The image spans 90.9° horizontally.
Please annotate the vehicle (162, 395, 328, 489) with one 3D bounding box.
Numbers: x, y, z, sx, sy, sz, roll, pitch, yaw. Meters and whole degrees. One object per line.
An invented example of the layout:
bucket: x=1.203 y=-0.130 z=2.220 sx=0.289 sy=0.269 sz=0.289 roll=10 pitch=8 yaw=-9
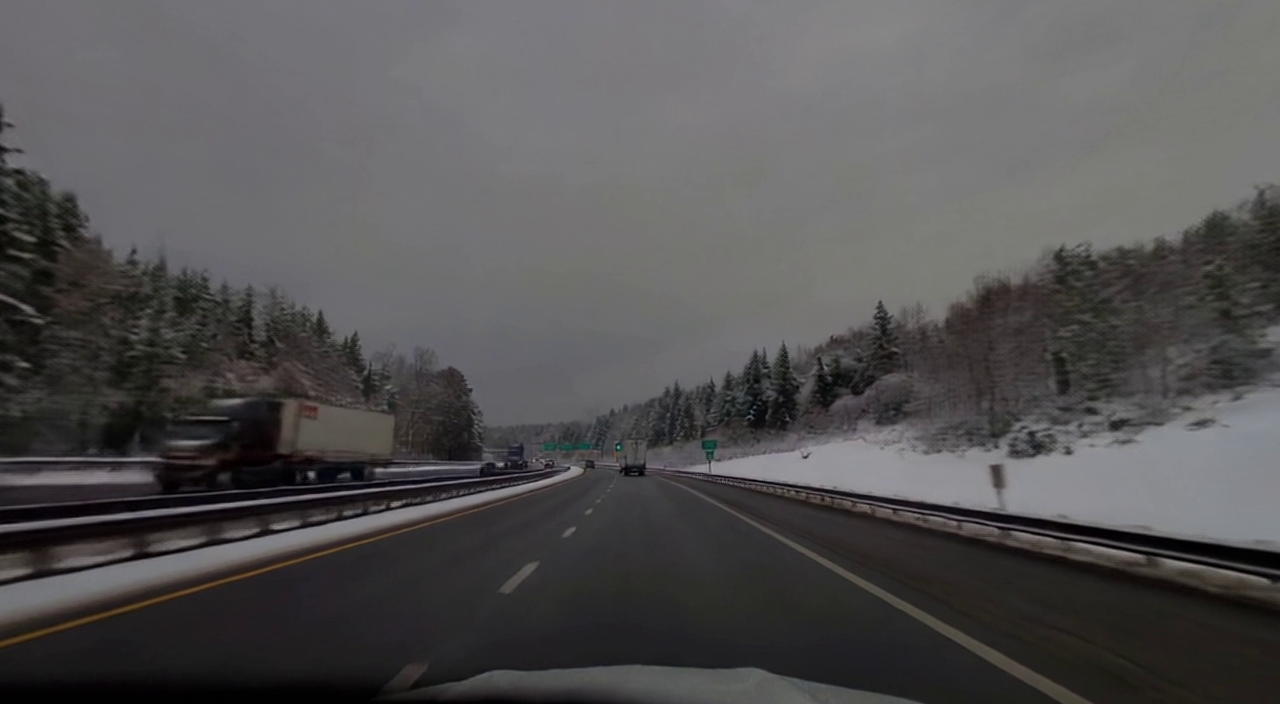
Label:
vehicle: x=-16.606 y=3.983 z=27.146 sx=3.088 sy=3.528 sz=5.922 roll=1 pitch=-11 yaw=0
